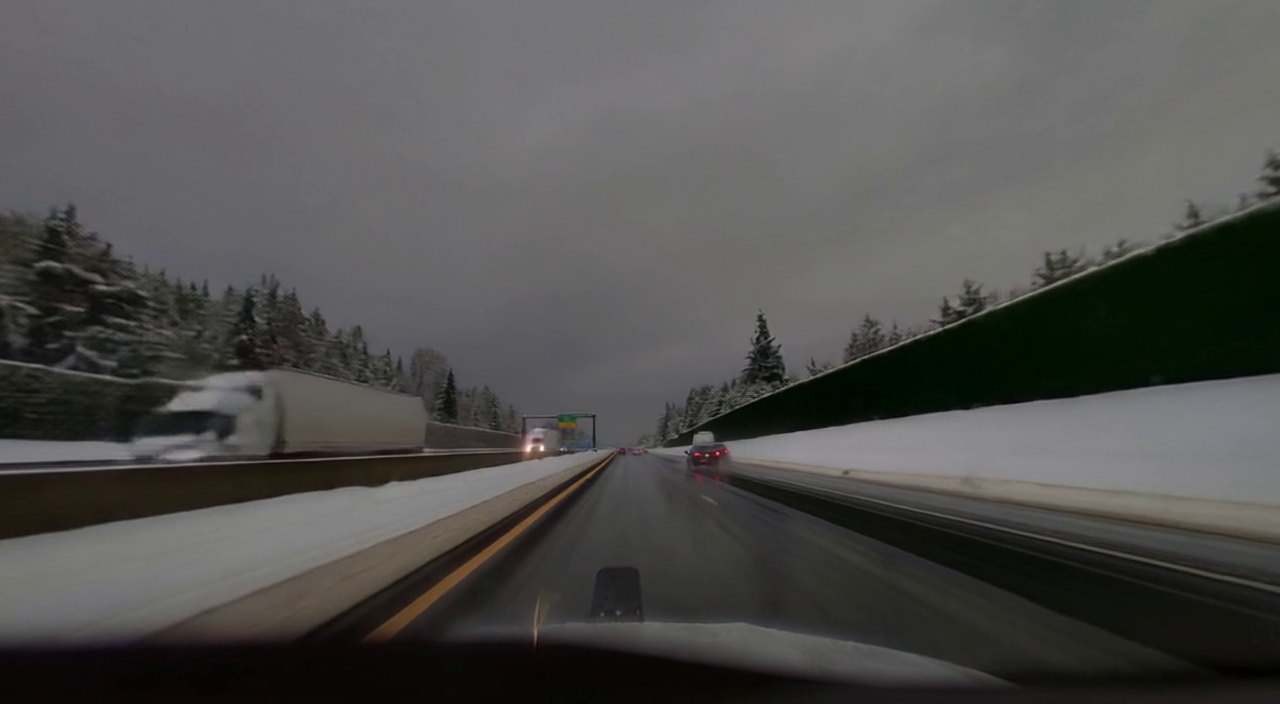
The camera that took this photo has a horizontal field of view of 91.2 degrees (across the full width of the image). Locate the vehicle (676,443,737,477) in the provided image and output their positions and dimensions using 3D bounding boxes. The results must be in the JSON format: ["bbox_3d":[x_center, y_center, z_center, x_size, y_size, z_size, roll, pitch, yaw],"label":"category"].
[{"bbox_3d":[3.083,5.171,30.209,2.244,1.498,4.338,0,-9,-3],"label":"vehicle"}]

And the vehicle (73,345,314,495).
[{"bbox_3d":[-13.429,2.226,19.698,3.118,3.986,5.803,0,-9,-1],"label":"vehicle"}]
